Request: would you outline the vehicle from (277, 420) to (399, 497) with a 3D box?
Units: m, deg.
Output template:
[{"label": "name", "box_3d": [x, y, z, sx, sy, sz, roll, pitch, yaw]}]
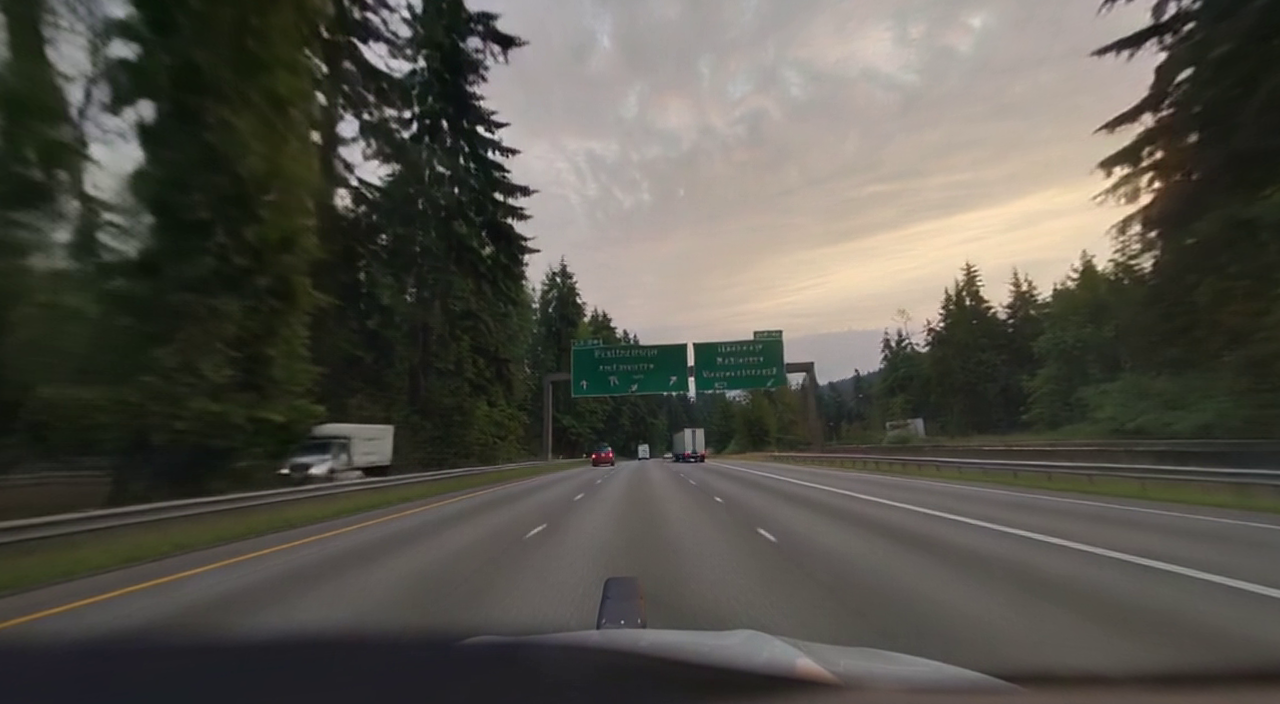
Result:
[{"label": "vehicle", "box_3d": [-14.712, 5.264, 31.466, 2.450, 3.334, 7.290, -1, -9, 0]}]
